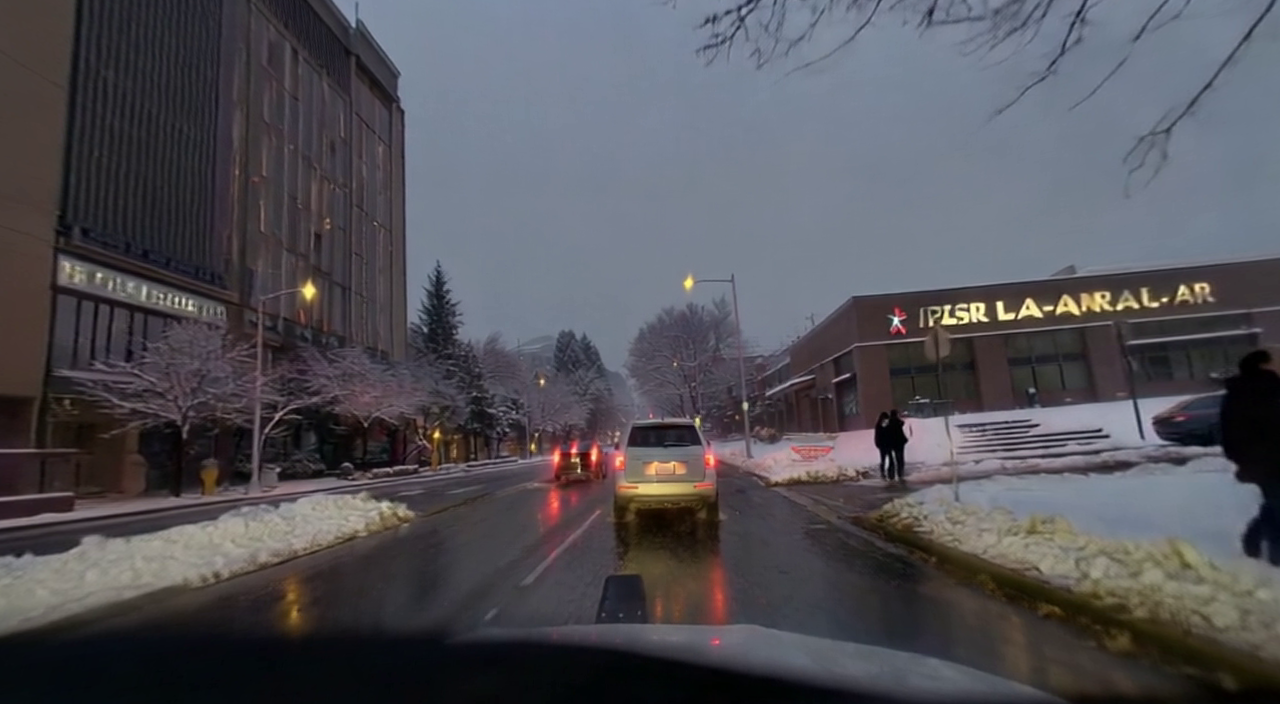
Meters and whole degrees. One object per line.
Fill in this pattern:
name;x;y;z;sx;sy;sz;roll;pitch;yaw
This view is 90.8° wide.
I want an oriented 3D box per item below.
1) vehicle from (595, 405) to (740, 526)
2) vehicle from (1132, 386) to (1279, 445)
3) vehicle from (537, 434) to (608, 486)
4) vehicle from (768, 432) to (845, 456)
vehicle;0.501;2.204;12.783;2.352;1.953;4.796;0;-8;1
vehicle;17.125;1.837;17.978;4.474;1.583;1.970;0;-8;3
vehicle;-2.372;3.925;23.279;2.023;1.702;4.152;0;-8;2
vehicle;10.568;5.912;40.423;4.426;1.490;1.862;0;-8;3
